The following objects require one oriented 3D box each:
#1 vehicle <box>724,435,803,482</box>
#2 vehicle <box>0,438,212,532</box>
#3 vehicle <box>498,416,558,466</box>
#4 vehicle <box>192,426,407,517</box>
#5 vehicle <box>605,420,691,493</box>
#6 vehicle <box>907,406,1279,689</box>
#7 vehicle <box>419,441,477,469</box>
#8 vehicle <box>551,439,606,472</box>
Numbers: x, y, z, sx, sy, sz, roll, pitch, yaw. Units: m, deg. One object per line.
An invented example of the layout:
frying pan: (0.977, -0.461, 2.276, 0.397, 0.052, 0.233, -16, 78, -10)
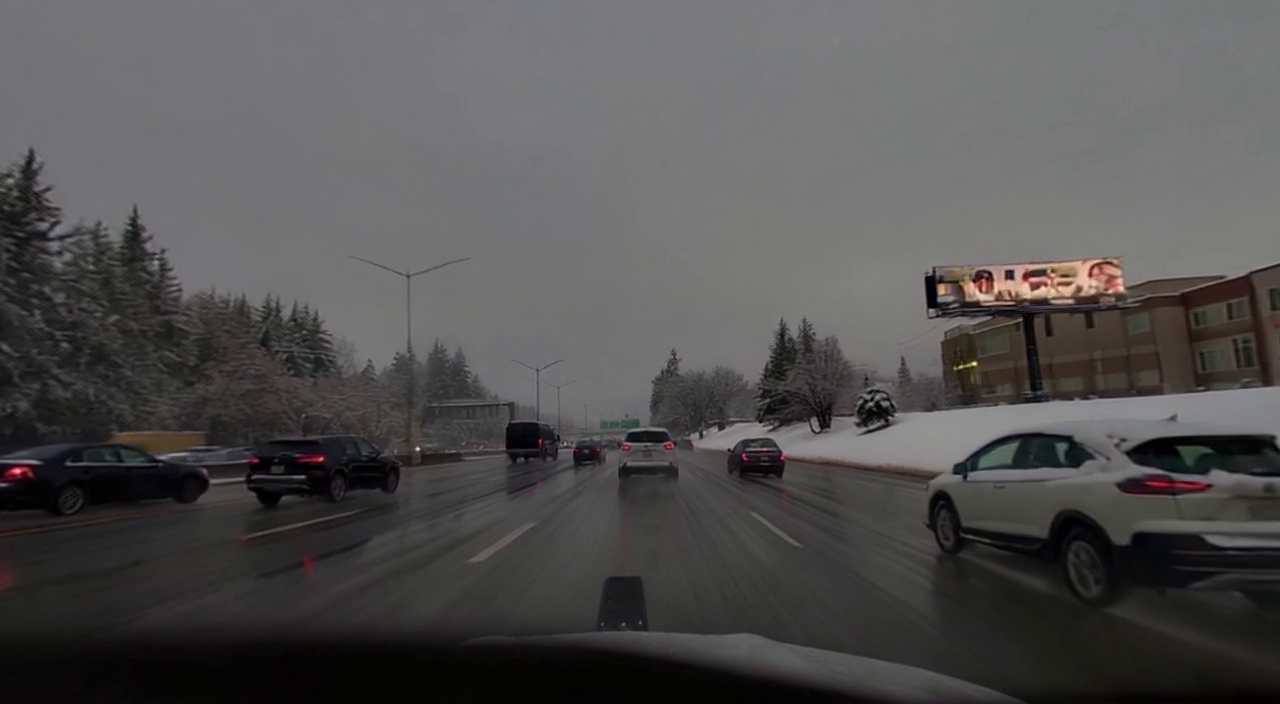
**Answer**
vehicle: (4.278, 3.758, 22.559, 1.942, 1.487, 4.518, 0, -8, 0)
vehicle: (-10.828, 2.395, 12.079, 1.970, 1.441, 4.555, 0, -8, 2)
vehicle: (-6.791, 5.545, 39.295, 2.358, 2.817, 7.055, 0, -8, 1)
vehicle: (-6.982, 2.476, 13.630, 2.021, 1.632, 4.417, 0, -8, 2)
vehicle: (0.253, 3.024, 18.651, 2.209, 1.863, 4.626, 0, -8, 1)
vehicle: (4.324, 1.357, 5.614, 1.915, 1.482, 4.537, 0, -8, 0)
vehicle: (-10.659, 5.747, 35.324, 1.923, 1.480, 3.905, 0, -8, 1)
vehicle: (-2.975, 5.105, 31.488, 2.079, 1.499, 4.512, 0, -8, 2)
